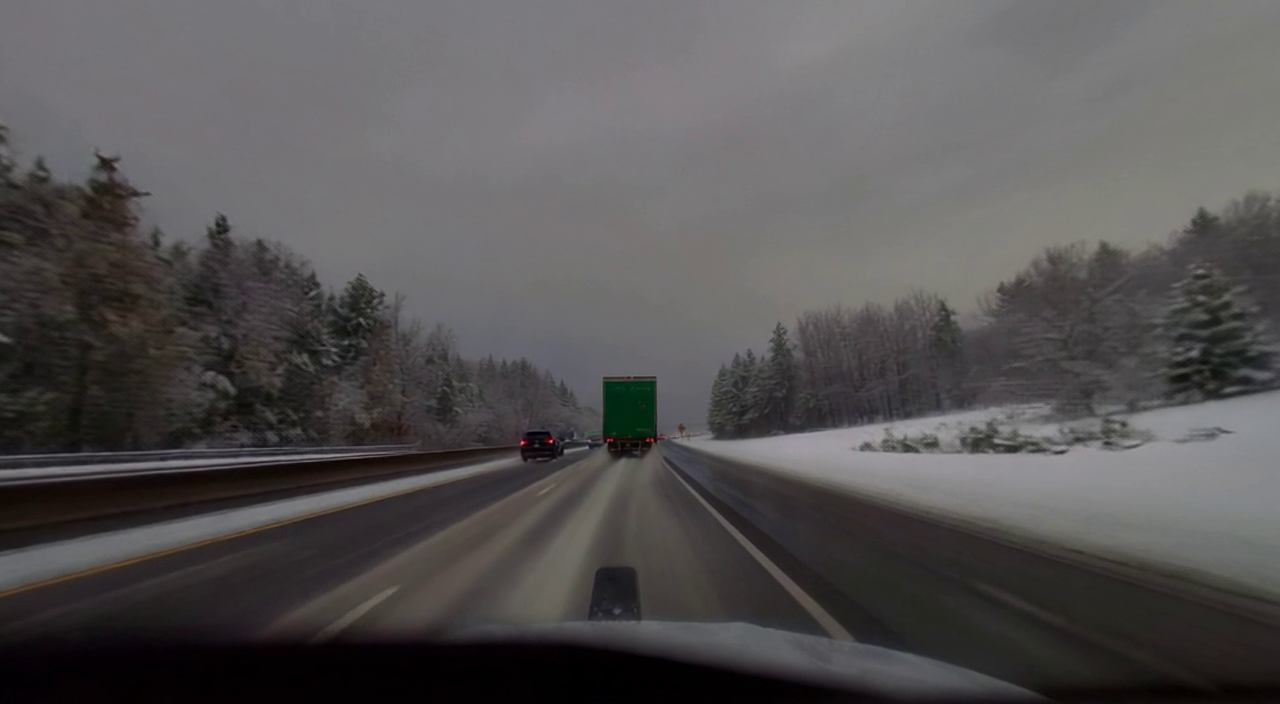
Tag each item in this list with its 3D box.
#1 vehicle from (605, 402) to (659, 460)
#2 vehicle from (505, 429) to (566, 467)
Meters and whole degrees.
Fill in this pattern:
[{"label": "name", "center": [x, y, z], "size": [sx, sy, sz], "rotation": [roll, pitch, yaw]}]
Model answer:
[{"label": "vehicle", "center": [-0.362, 3.492, 27.892], "size": [2.319, 2.461, 1.270], "rotation": [0, -8, -2]}, {"label": "vehicle", "center": [-4.890, 4.570, 30.221], "size": [2.138, 1.697, 4.587], "rotation": [0, -8, 0]}]
